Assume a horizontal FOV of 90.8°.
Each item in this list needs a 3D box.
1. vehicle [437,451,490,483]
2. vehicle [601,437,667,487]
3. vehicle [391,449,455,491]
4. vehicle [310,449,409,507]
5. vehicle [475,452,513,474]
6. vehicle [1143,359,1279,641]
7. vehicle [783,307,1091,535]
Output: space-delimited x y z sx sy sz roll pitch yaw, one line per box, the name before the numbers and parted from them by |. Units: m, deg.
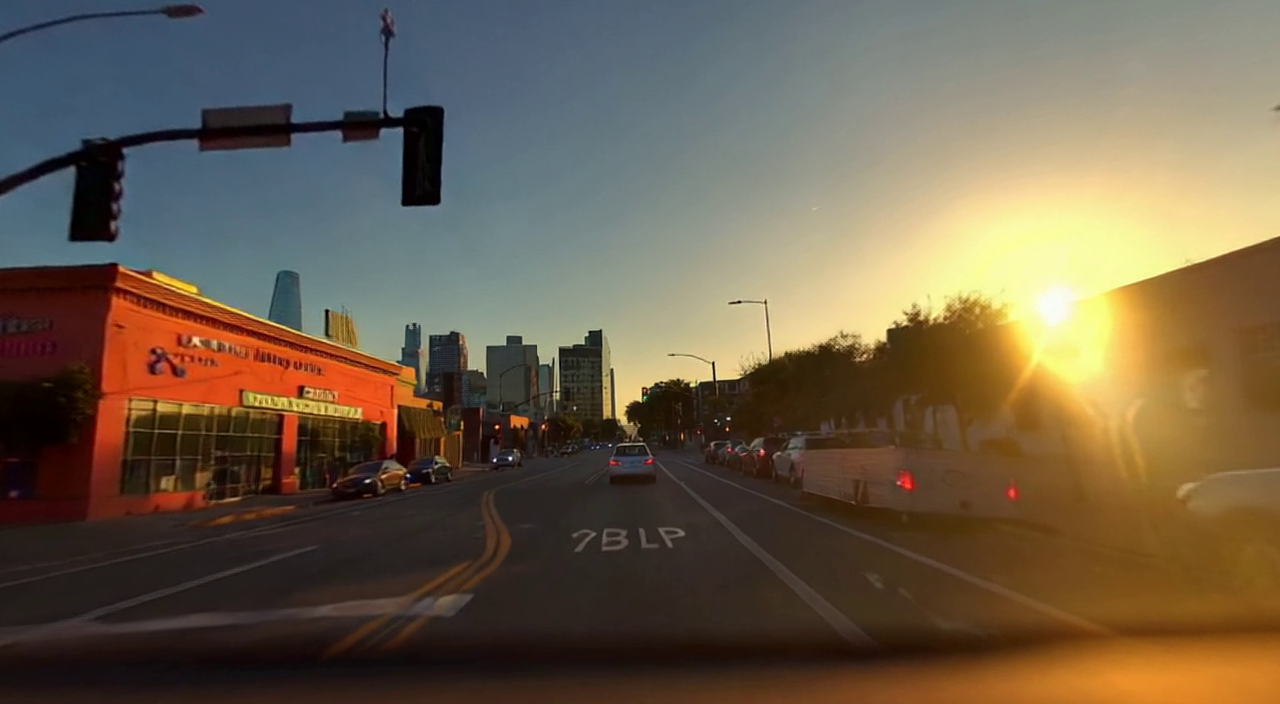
vehicle | -11.190 7.305 40.361 1.920 1.498 4.591 -5 -6 2
vehicle | -0.198 3.799 22.161 2.086 1.575 4.205 0 -8 0
vehicle | -11.472 6.230 33.748 1.872 1.731 4.656 -4 -6 -2
vehicle | -11.327 5.053 25.843 2.055 1.685 4.370 -5 -6 -1
vehicle | -11.186 8.504 48.668 1.868 1.502 4.626 0 -8 -1
vehicle | 5.585 0.741 2.491 2.367 1.917 5.810 0 -8 0
vehicle | 5.428 1.570 13.548 2.893 3.553 7.295 0 -8 -1
